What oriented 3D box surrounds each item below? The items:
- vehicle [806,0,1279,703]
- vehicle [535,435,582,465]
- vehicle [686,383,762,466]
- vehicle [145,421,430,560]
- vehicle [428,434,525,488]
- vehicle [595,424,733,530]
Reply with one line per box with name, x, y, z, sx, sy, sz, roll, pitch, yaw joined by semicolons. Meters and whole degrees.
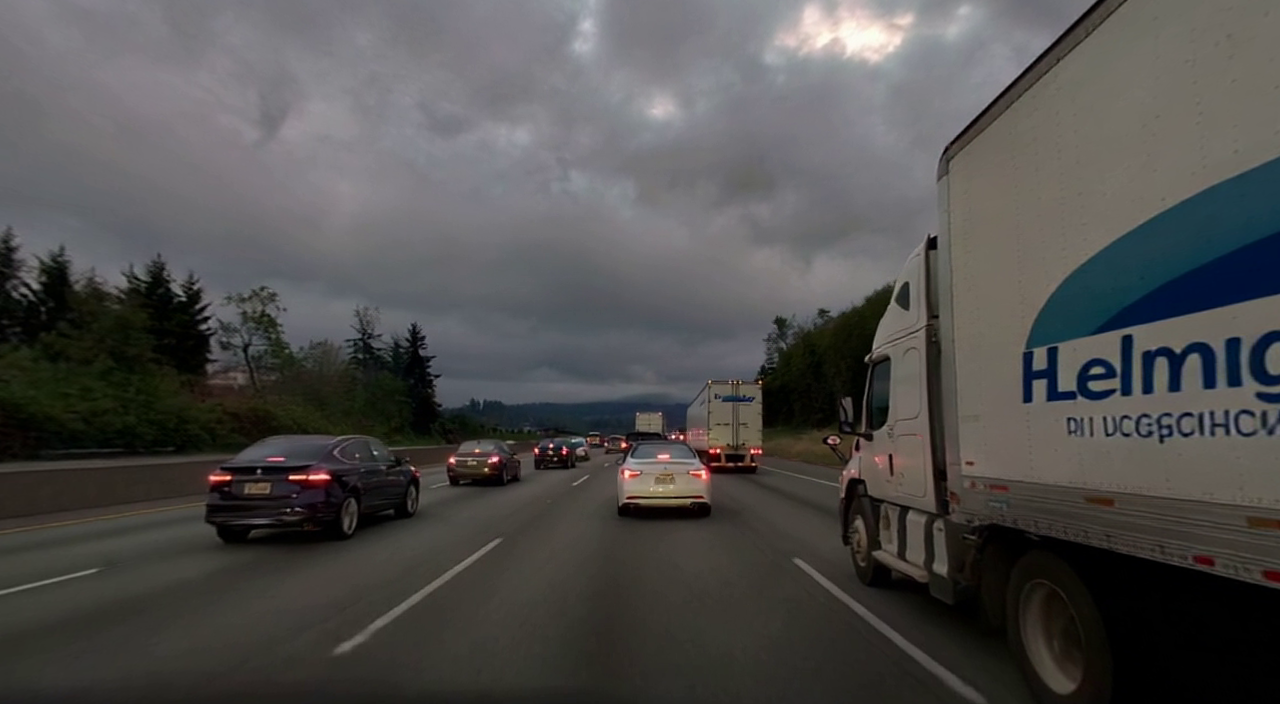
vehicle;4.000;0.181;6.161;2.982;3.860;6.011;0;-8;-1
vehicle;-4.391;5.317;34.437;1.887;1.493;4.411;0;-8;1
vehicle;4.682;4.543;38.357;2.892;4.101;14.252;0;-8;1
vehicle;-4.500;1.773;8.812;1.821;1.514;3.677;0;-8;0
vehicle;-4.888;3.289;19.441;1.880;1.458;3.978;0;-8;1
vehicle;0.336;2.041;10.870;1.973;1.505;3.568;0;-8;0
